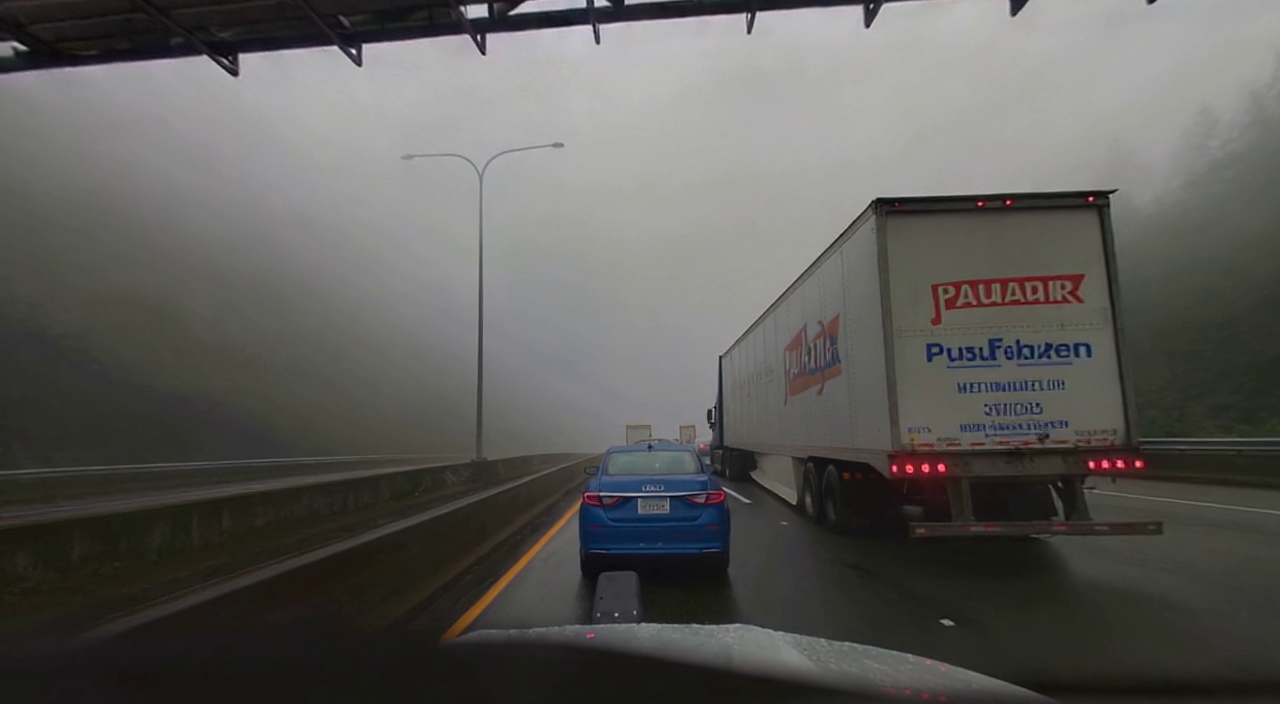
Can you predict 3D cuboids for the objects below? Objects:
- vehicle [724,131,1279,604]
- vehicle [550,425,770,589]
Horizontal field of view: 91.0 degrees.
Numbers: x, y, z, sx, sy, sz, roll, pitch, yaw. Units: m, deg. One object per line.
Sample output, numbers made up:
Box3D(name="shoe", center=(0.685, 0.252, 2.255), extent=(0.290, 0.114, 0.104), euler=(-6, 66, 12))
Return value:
Box3D(name="vehicle", center=(4.222, 1.019, 12.501), extent=(2.827, 4.081, 14.305), euler=(0, -8, -1))
Box3D(name="vehicle", center=(0.170, 1.705, 7.726), extent=(2.045, 1.490, 3.597), euler=(-1, -8, 0))
